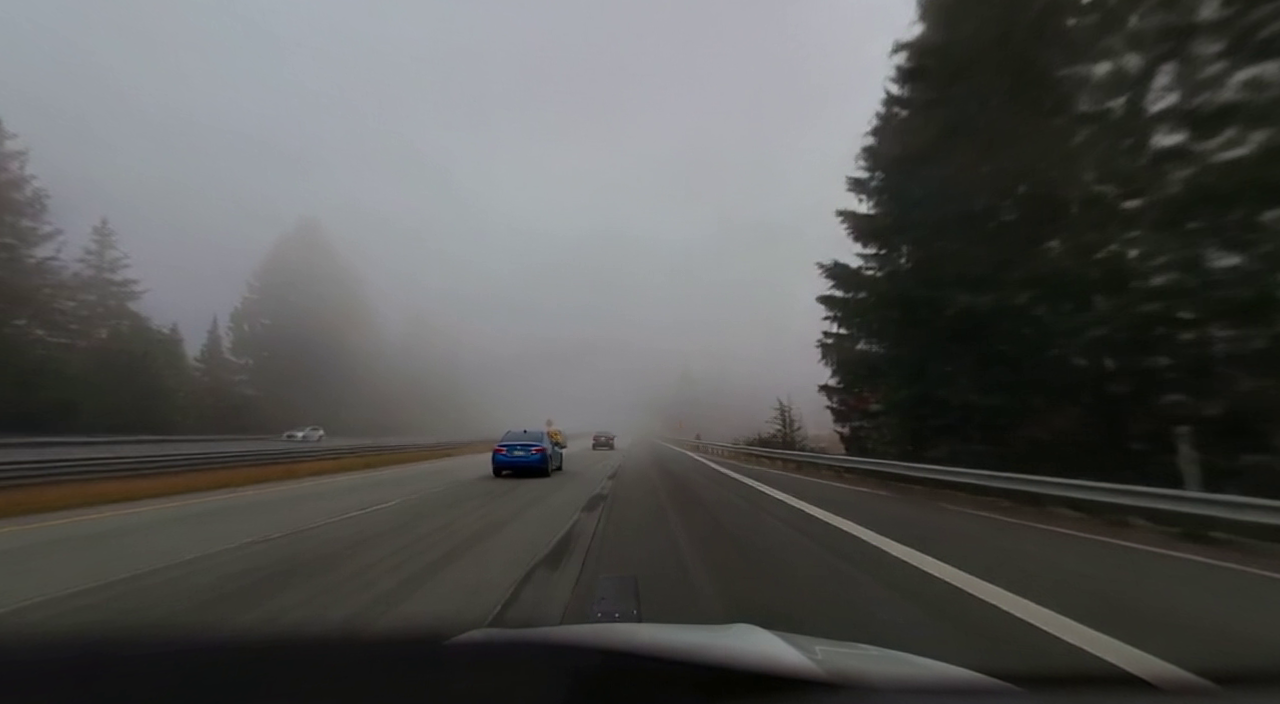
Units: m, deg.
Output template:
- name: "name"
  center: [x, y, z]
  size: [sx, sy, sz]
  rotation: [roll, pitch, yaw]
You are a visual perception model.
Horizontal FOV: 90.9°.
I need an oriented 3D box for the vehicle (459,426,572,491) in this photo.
- name: "vehicle"
  center: [-3.016, 2.658, 16.238]
  size: [1.977, 1.443, 4.225]
  rotation: [0, -8, 1]
